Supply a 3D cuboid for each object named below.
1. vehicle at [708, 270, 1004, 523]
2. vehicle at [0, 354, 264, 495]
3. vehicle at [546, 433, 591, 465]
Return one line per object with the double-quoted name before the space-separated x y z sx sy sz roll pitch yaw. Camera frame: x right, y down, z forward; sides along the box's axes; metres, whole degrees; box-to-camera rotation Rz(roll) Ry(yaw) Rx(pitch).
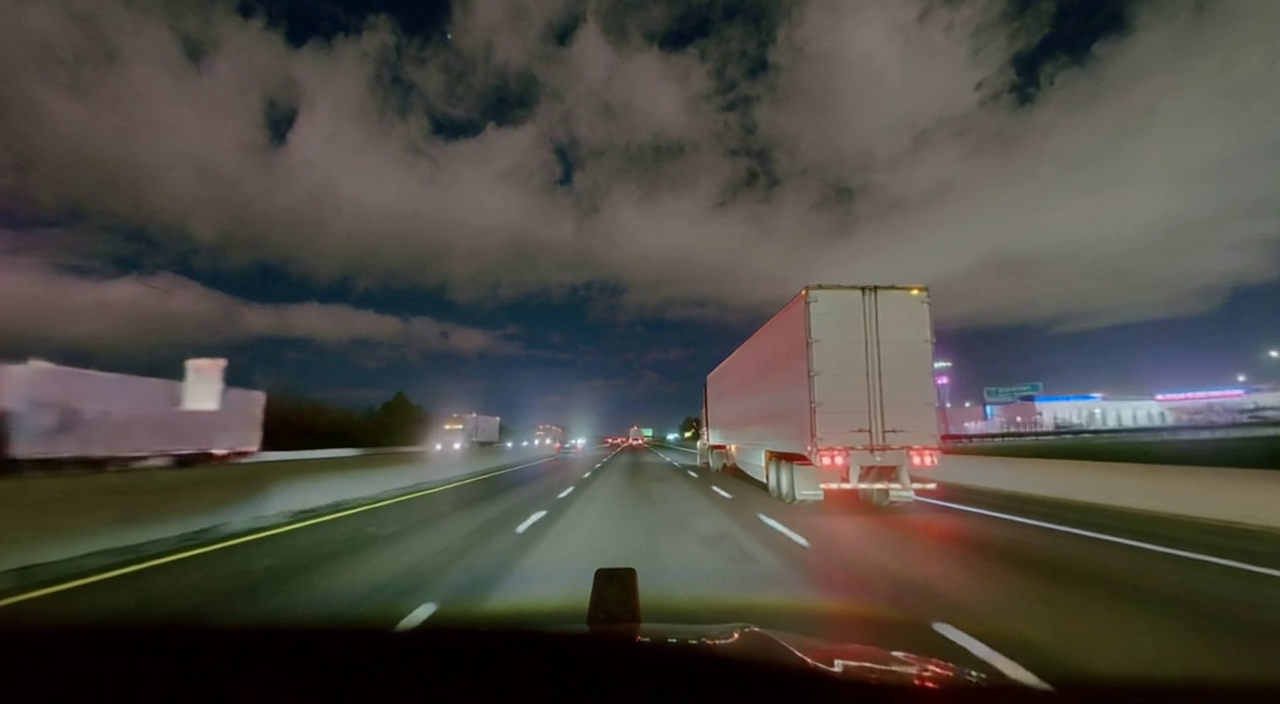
"vehicle" 3.831 1.378 15.149 2.871 3.815 11.331 0 -8 -1
"vehicle" -20.181 2.917 24.247 2.895 4.107 13.894 0 -8 0
"vehicle" -3.565 4.886 31.955 1.930 1.484 3.849 0 -8 -1
